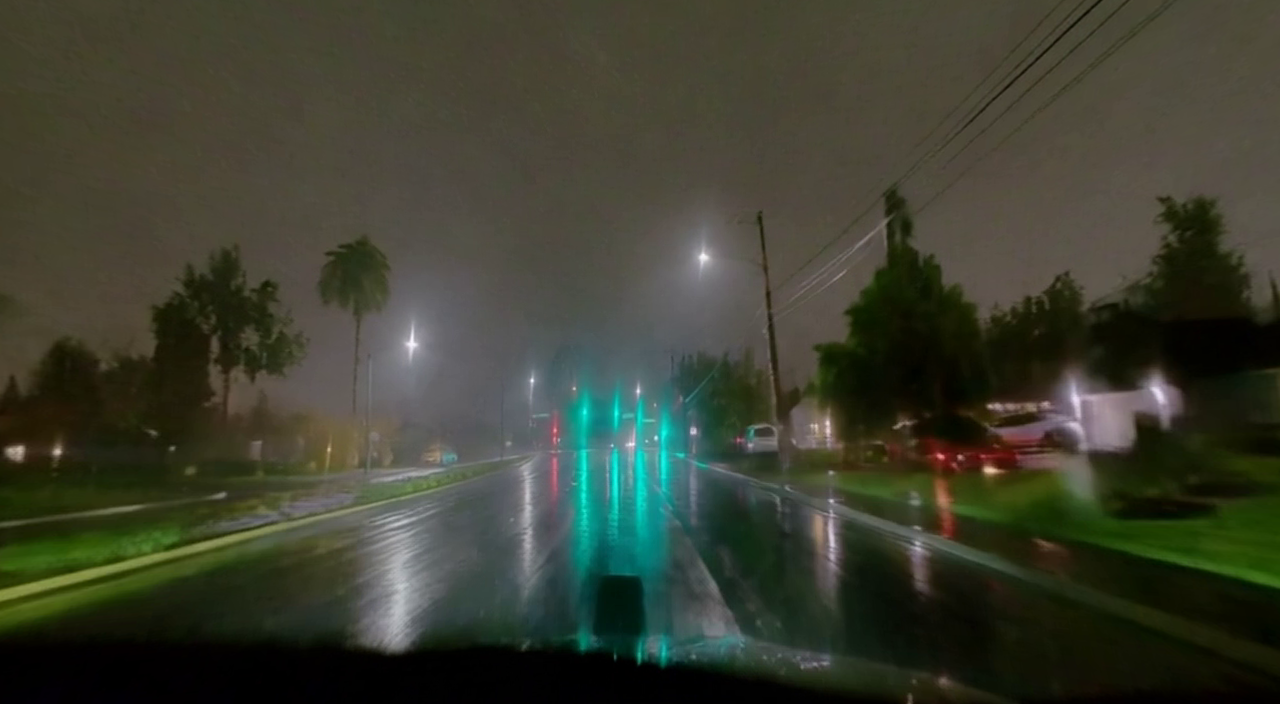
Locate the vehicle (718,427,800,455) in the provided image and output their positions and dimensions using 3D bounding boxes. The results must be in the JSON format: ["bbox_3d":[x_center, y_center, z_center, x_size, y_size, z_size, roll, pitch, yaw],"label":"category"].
[{"bbox_3d":[9.105,6.872,48.711,5.933,2.038,2.382,1,-8,3],"label":"vehicle"}]

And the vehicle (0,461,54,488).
[{"bbox_3d":[-41.152,7.915,40.857,4.463,1.651,1.947,0,-8,0],"label":"vehicle"}]

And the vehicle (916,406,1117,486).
[{"bbox_3d":[9.478,2.397,16.599,1.971,1.641,5.191,-4,-7,-1],"label":"vehicle"}]

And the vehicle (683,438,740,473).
[{"bbox_3d":[3.313,4.910,30.186,2.037,1.518,4.904,0,-8,-1],"label":"vehicle"}]
